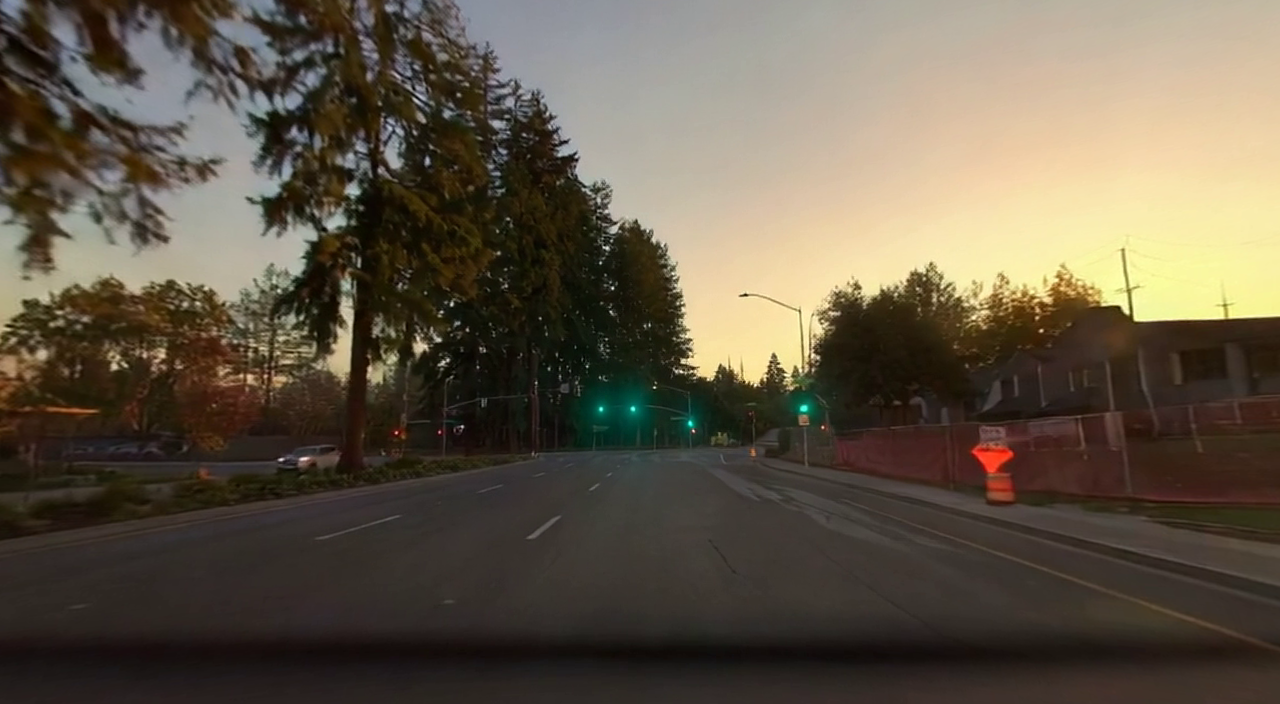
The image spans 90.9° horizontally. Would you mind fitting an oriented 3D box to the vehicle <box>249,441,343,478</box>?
[{"bbox_3d":[-17.045,5.346,31.529,2.006,1.694,4.351,-1,-8,4],"label":"vehicle"}]
